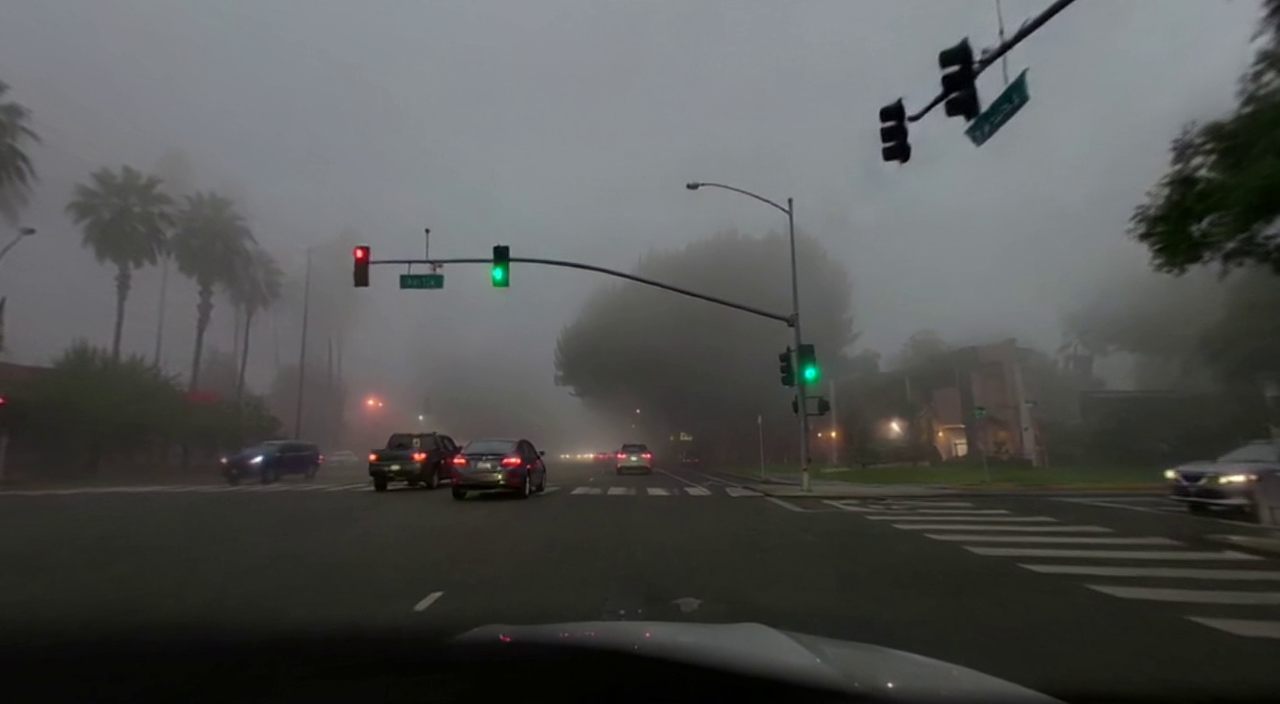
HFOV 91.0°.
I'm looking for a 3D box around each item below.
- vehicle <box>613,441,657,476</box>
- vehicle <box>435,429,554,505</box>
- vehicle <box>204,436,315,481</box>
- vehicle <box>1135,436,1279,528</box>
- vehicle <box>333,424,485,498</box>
[{"bbox_3d":[-0.291,5.841,34.695,2.280,1.803,4.240,0,-9,-1],"label":"vehicle"},{"bbox_3d":[-3.826,3.120,17.469,2.116,1.806,4.516,0,-9,1],"label":"vehicle"},{"bbox_3d":[-17.821,4.995,29.893,2.021,1.917,5.144,0,-9,0],"label":"vehicle"},{"bbox_3d":[12.224,2.319,11.471,4.649,1.496,2.061,0,-9,0],"label":"vehicle"},{"bbox_3d":[-7.219,3.499,20.711,2.457,2.010,6.330,0,-9,1],"label":"vehicle"}]
